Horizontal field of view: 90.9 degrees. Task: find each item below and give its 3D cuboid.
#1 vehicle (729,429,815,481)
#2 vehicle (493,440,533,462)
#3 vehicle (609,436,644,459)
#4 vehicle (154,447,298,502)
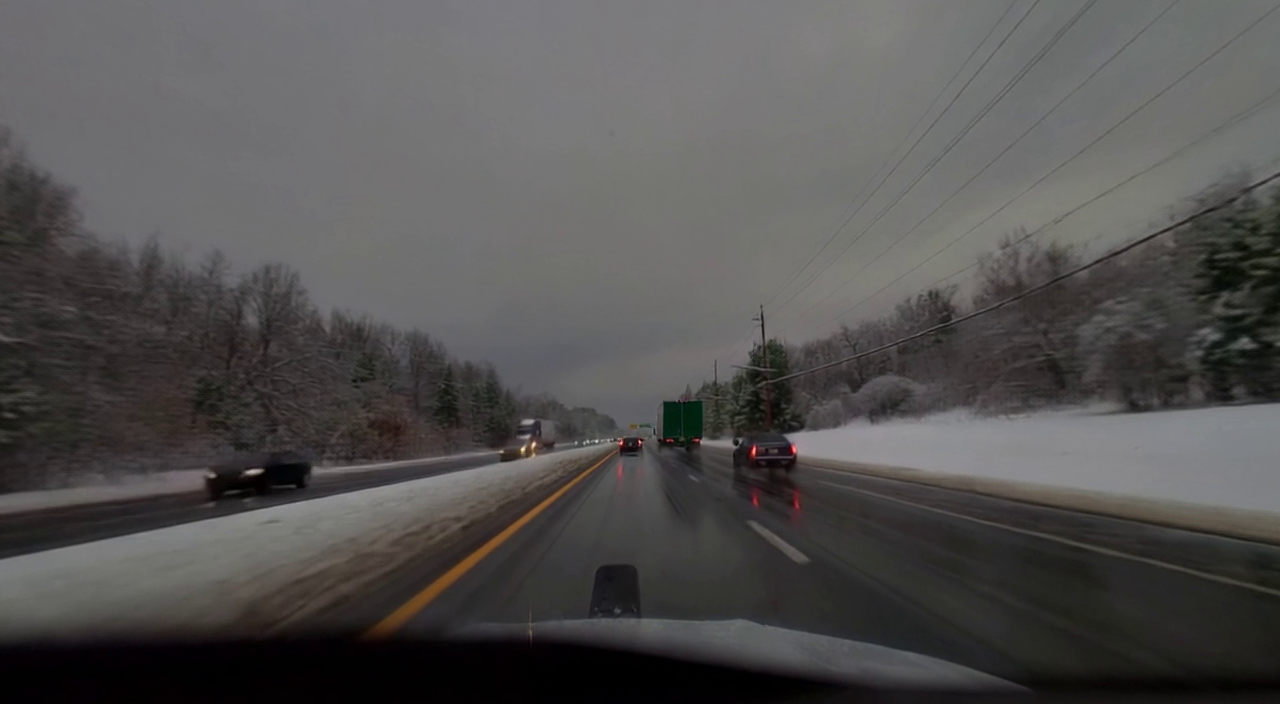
[{"bbox_3d":[4.320,3.396,21.247,1.930,1.573,3.853,0,-7,-2],"label":"vehicle"},{"bbox_3d":[-9.027,7.049,45.193,1.915,1.484,4.561,0,-7,0],"label":"vehicle"},{"bbox_3d":[-0.871,6.235,41.349,2.163,1.466,3.693,0,-7,-1],"label":"vehicle"},{"bbox_3d":[-13.379,3.936,20.784,1.837,1.523,4.377,0,-7,-1],"label":"vehicle"}]
